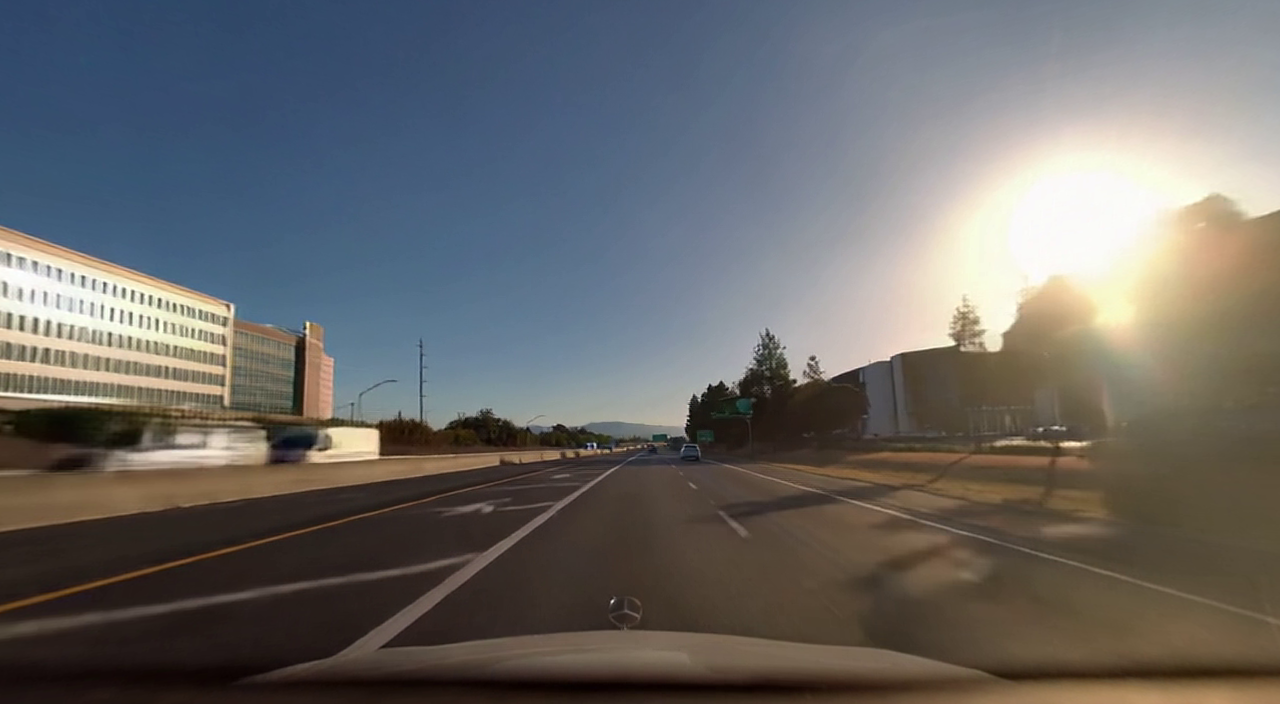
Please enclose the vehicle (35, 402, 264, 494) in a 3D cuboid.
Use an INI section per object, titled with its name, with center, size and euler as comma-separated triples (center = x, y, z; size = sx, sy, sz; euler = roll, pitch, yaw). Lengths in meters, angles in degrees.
[vehicle]
center = -19.725, 3.953, 26.306
size = 2.938, 3.241, 7.954
euler = 0, -8, 1
